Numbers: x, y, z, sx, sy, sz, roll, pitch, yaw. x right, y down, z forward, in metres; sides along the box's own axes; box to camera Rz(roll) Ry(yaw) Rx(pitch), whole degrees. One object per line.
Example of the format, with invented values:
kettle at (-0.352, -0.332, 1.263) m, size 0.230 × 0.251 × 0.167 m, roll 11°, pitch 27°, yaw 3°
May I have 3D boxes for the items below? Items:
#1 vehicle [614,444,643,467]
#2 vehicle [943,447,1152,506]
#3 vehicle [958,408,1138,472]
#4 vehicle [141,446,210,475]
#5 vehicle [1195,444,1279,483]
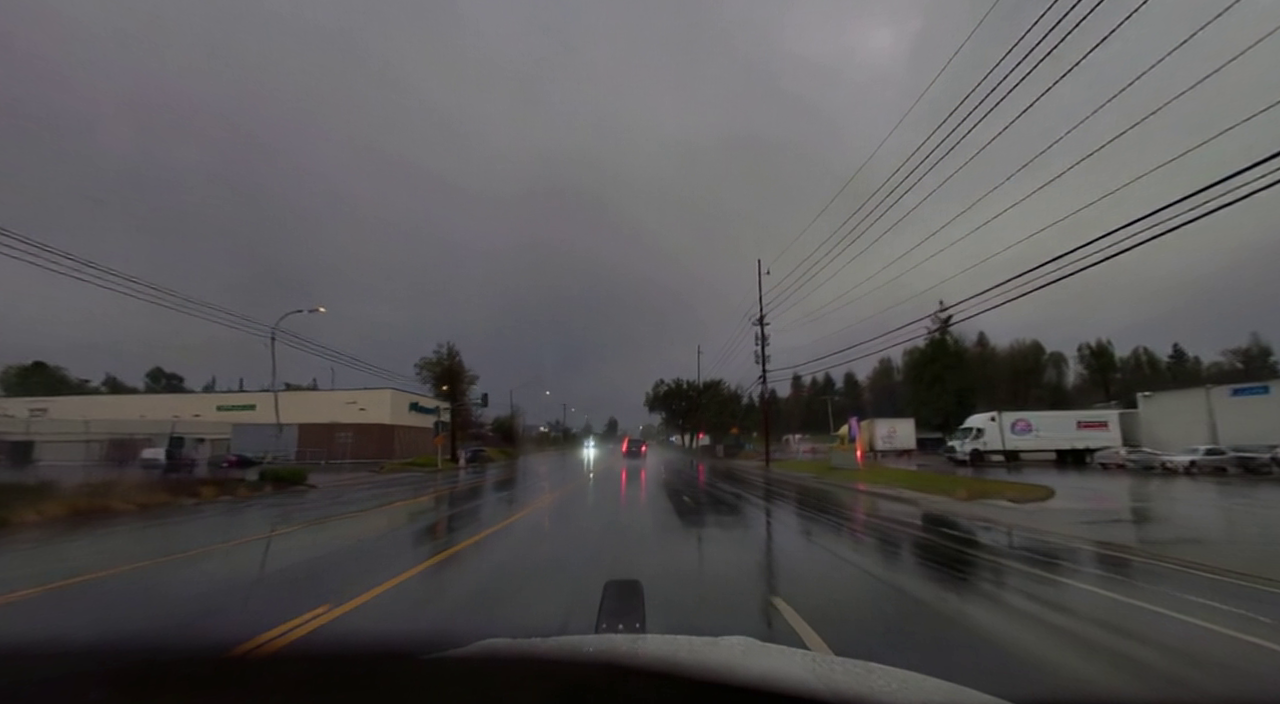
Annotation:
vehicle at (-0.802, 7.395, 45.220) m, size 1.937 × 1.588 × 3.746 m, roll 0°, pitch -9°, yaw 0°
vehicle at (11.760, 3.594, 18.488) m, size 4.758 × 1.496 × 1.871 m, roll -2°, pitch -9°, yaw -1°
vehicle at (24.644, 5.389, 38.495) m, size 8.701 × 3.665 × 2.906 m, roll -1°, pitch -9°, yaw 1°
vehicle at (-31.603, 7.346, 42.918) m, size 4.992 × 1.876 × 2.169 m, roll -6°, pitch -11°, yaw 35°
vehicle at (25.554, 4.583, 26.029) m, size 3.575 × 1.521 × 1.803 m, roll -1°, pitch -9°, yaw 1°
